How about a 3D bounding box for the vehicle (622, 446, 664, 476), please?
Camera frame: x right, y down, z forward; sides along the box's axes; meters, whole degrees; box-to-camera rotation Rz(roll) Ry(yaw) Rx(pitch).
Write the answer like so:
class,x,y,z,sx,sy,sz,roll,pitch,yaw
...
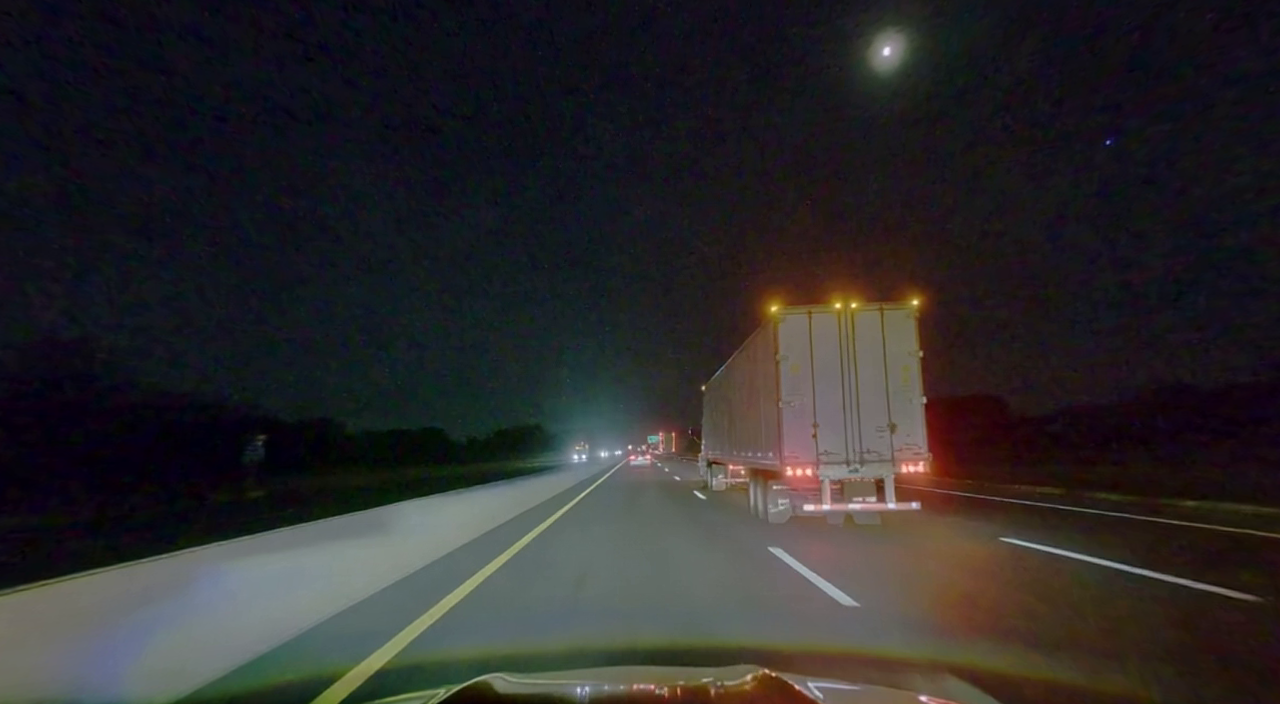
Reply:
class,x,y,z,sx,sy,sz,roll,pitch,yaw
vehicle,0.136,5.825,33.603,2.083,1.473,3.923,0,-9,0
